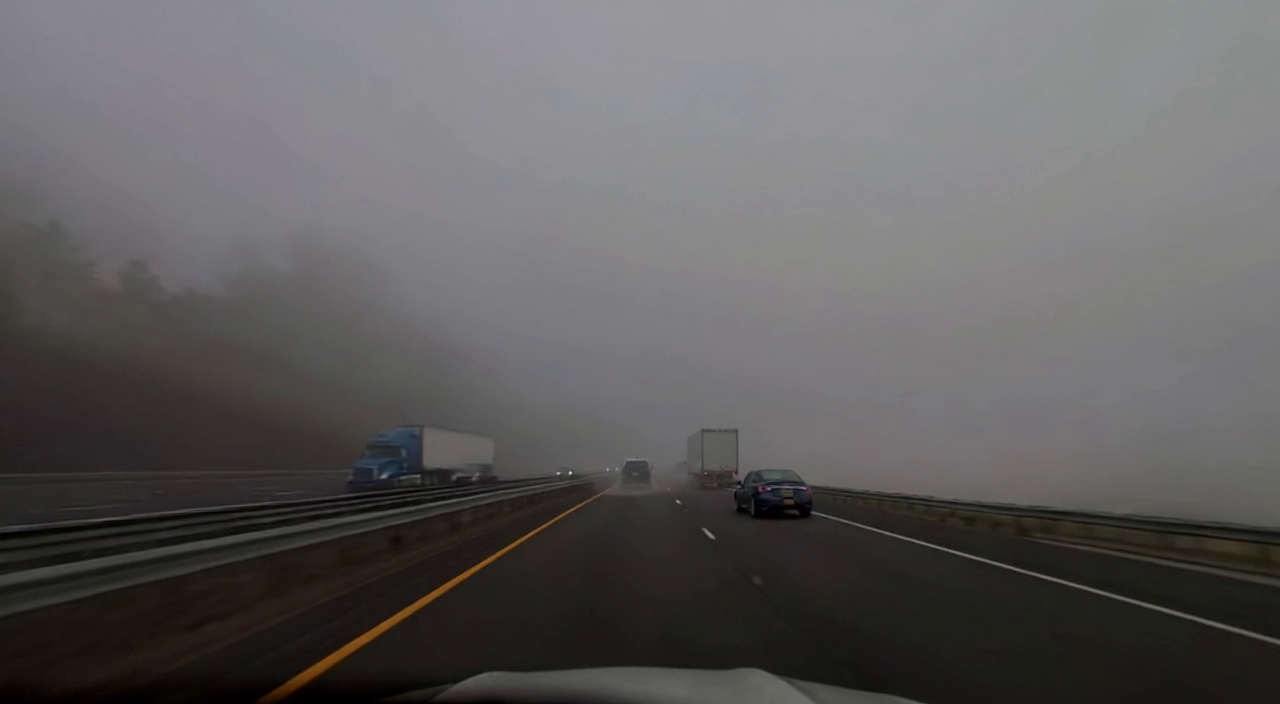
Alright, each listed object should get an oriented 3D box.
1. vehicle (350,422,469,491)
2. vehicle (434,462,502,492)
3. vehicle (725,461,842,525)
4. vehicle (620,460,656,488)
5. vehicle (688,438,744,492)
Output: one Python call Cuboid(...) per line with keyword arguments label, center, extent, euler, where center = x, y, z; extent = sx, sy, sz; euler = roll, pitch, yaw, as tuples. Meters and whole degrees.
Cuboid(label="vehicle", center=(-13.417, 6.371, 37.986), extent=(3.347, 3.521, 9.713), euler=(0, -10, 1))
Cuboid(label="vehicle", center=(-9.297, 6.832, 34.585), extent=(2.180, 1.464, 5.054), euler=(0, -10, 1))
Cuboid(label="vehicle", center=(3.882, 3.957, 18.105), extent=(2.073, 1.532, 4.969), euler=(1, -10, -2))
Cuboid(label="vehicle", center=(-0.107, 8.047, 41.591), extent=(2.212, 1.717, 4.452), euler=(0, -10, 1))
Cuboid(label="vehicle", center=(4.533, 6.949, 38.782), extent=(2.563, 2.975, 6.941), euler=(1, -10, 0))
